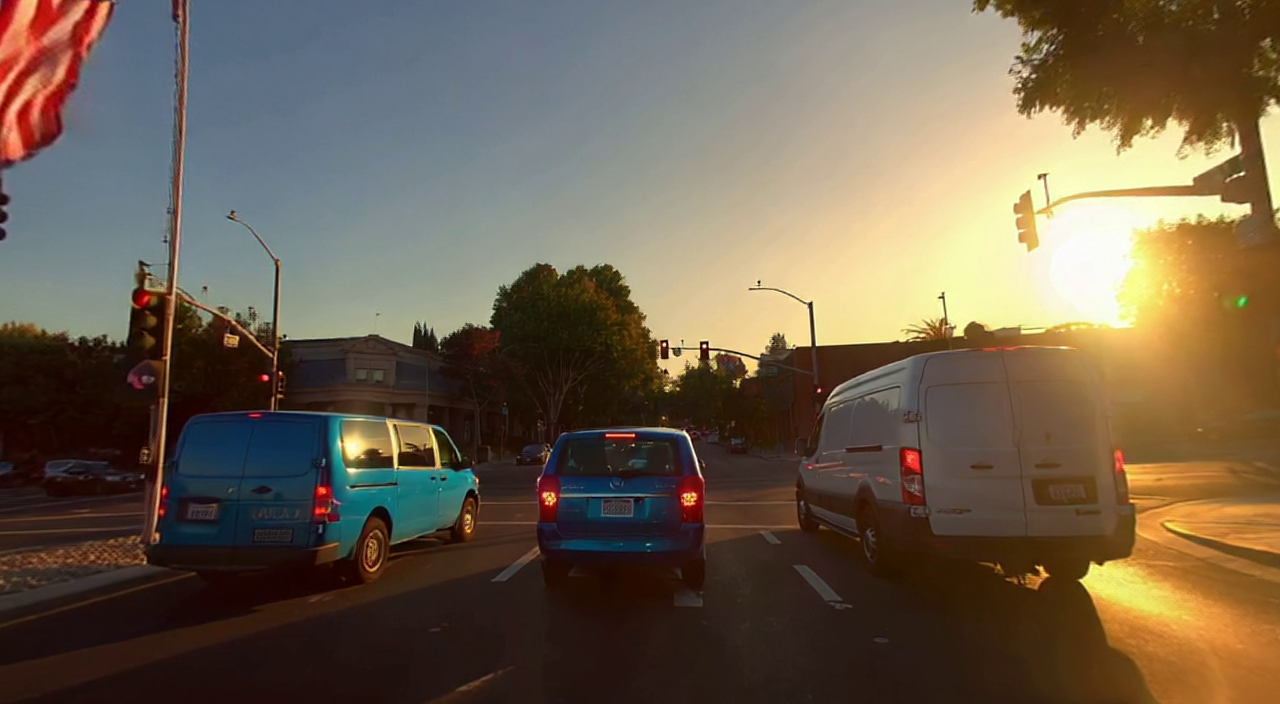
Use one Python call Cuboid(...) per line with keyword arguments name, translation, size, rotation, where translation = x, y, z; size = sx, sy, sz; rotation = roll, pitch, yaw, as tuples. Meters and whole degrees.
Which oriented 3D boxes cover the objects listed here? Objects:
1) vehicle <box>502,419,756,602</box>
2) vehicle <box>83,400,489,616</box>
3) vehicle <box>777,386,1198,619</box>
Cuboid(name="vehicle", translation=(-0.130, 1.619, 7.345), size=(2.098, 1.494, 4.118), rotation=(0, -9, -1))
Cuboid(name="vehicle", translation=(-3.299, 1.529, 7.039), size=(2.024, 1.677, 3.998), rotation=(-1, -9, 3))
Cuboid(name="vehicle", translation=(3.095, 1.460, 7.013), size=(2.178, 1.746, 4.400), rotation=(0, -9, 1))
